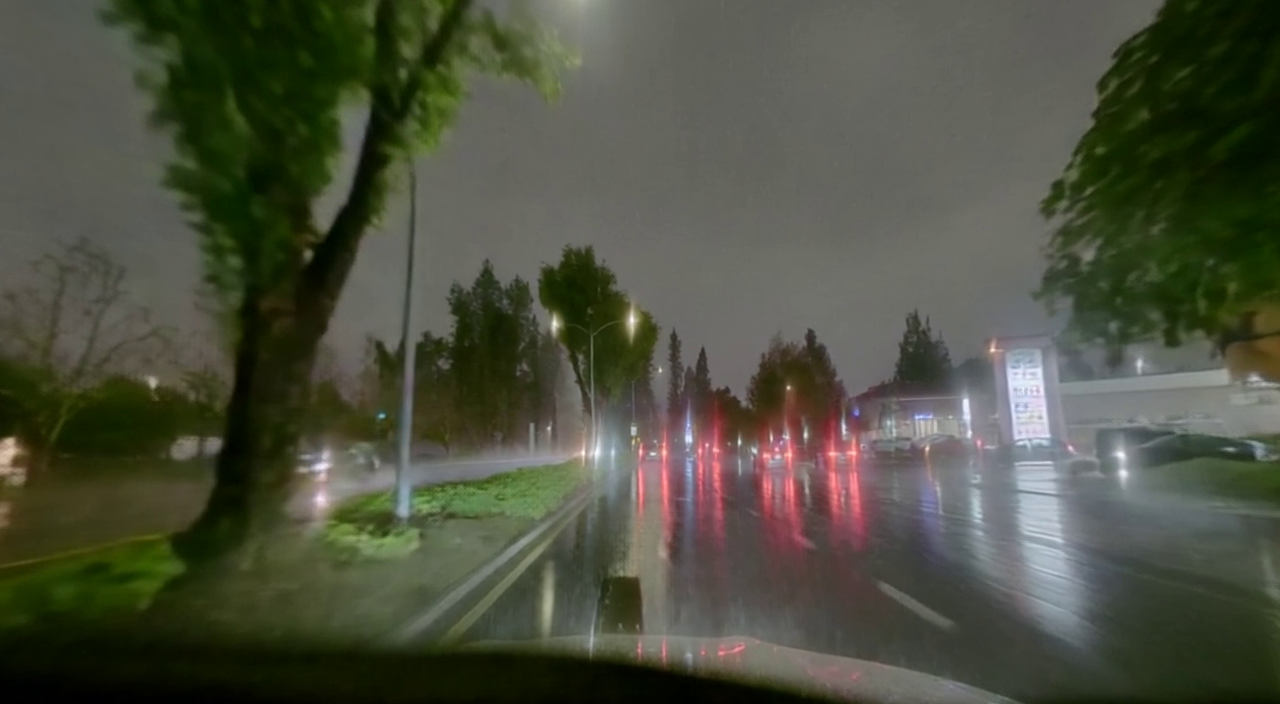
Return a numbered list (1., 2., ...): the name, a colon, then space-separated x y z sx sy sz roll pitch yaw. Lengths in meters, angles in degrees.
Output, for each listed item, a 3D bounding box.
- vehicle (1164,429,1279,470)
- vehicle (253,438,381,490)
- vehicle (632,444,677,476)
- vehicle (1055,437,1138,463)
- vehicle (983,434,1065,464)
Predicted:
1. vehicle: 23.623 3.920 25.121 1.780 1.463 4.112 -1 -10 -3
2. vehicle: -11.273 3.932 22.523 1.987 1.626 4.654 -1 -8 2
3. vehicle: 0.745 5.276 31.258 2.095 1.456 3.873 -1 -8 2
4. vehicle: 27.411 5.904 38.082 1.844 1.481 3.904 0 -8 -5
5. vehicle: 22.463 5.690 37.168 1.864 1.655 4.179 0 -8 -5
